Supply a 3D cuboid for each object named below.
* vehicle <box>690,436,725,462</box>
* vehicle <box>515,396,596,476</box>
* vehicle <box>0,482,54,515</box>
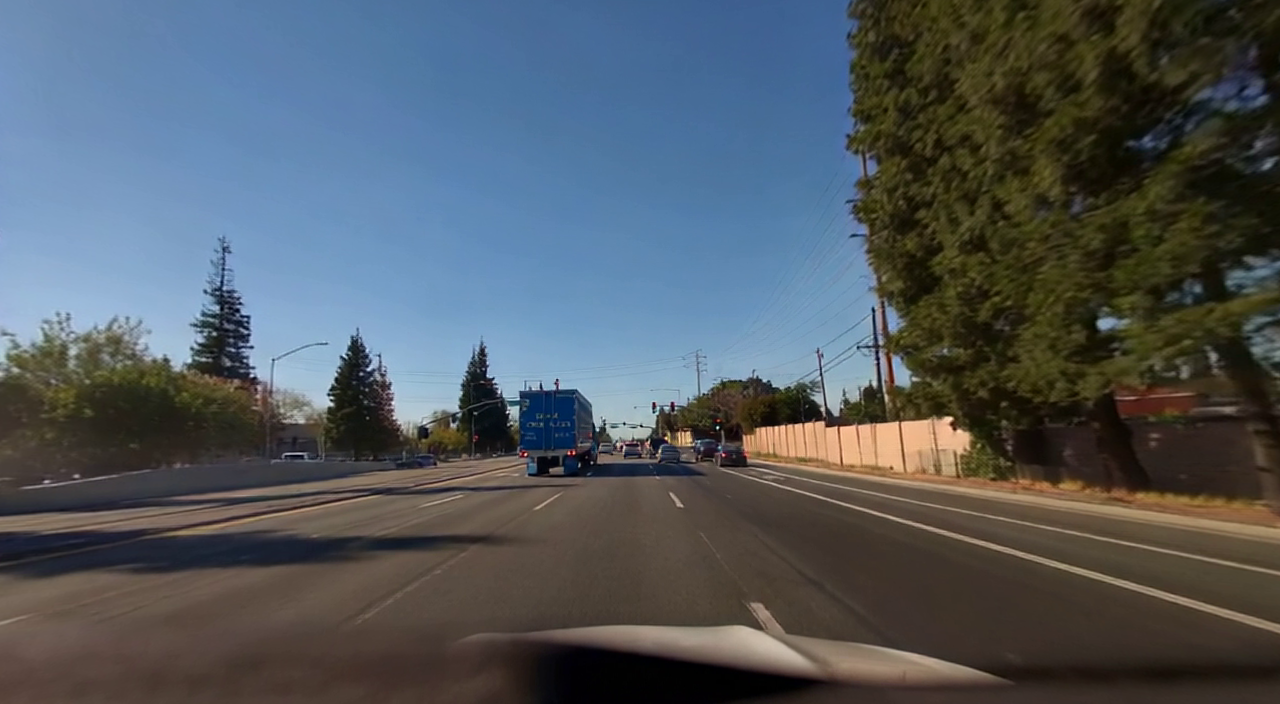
[{"bbox_3d":[4.576,6.679,43.471,2.102,1.662,4.533,-1,-8,2],"label":"vehicle"},{"bbox_3d":[-3.905,4.187,31.148,2.889,3.347,8.285,0,-8,0],"label":"vehicle"},{"bbox_3d":[-33.826,7.802,33.653,1.715,1.452,3.933,1,-8,-7],"label":"vehicle"}]
